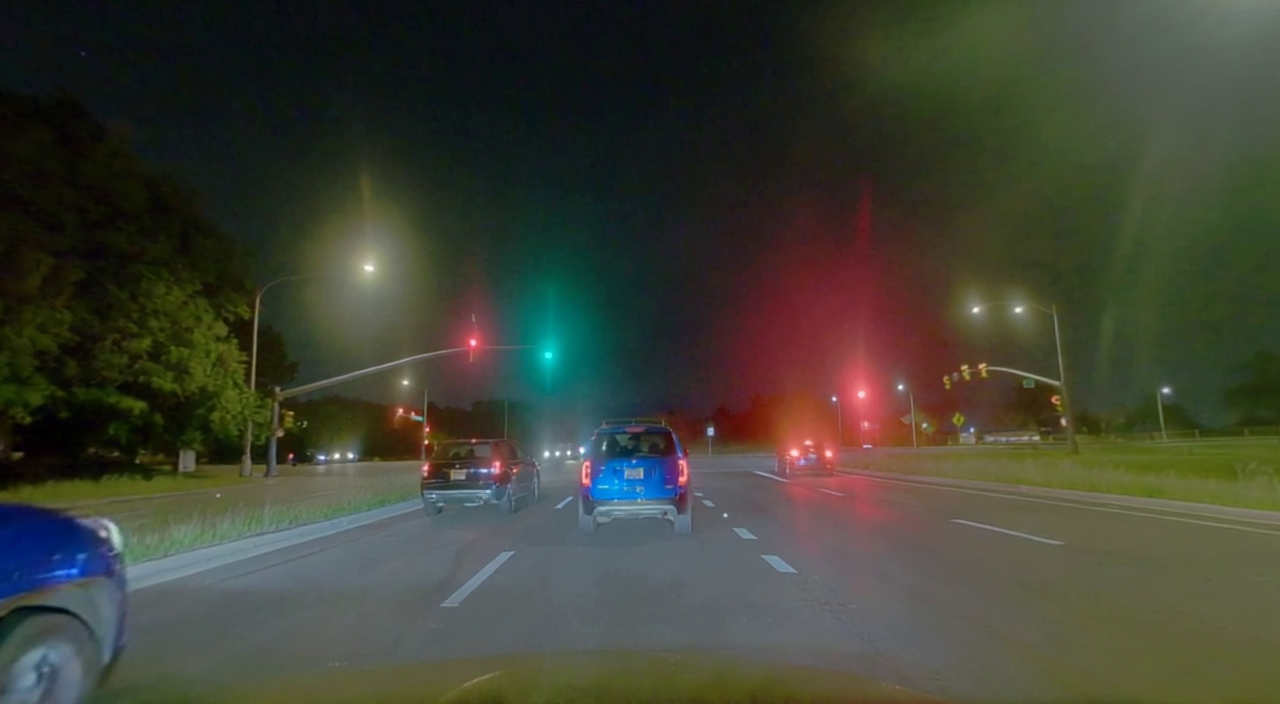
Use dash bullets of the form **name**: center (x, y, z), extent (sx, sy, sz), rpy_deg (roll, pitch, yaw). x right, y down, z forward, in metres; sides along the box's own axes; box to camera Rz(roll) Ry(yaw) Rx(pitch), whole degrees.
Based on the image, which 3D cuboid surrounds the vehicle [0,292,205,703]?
- **vehicle**: center (-3.583, 0.487, 0.808), extent (2.320, 1.863, 5.148), rpy_deg (0, -8, 1)

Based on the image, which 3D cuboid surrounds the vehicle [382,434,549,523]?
- **vehicle**: center (-3.372, 2.554, 13.445), extent (2.061, 1.504, 5.142), rpy_deg (0, -8, 0)

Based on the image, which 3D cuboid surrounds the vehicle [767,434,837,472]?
- **vehicle**: center (8.017, 5.060, 31.751), extent (2.166, 1.761, 4.692), rpy_deg (0, -8, -2)

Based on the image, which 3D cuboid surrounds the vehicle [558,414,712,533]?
- **vehicle**: center (-0.069, 2.129, 11.586), extent (2.298, 1.770, 4.138), rpy_deg (0, -8, 0)
